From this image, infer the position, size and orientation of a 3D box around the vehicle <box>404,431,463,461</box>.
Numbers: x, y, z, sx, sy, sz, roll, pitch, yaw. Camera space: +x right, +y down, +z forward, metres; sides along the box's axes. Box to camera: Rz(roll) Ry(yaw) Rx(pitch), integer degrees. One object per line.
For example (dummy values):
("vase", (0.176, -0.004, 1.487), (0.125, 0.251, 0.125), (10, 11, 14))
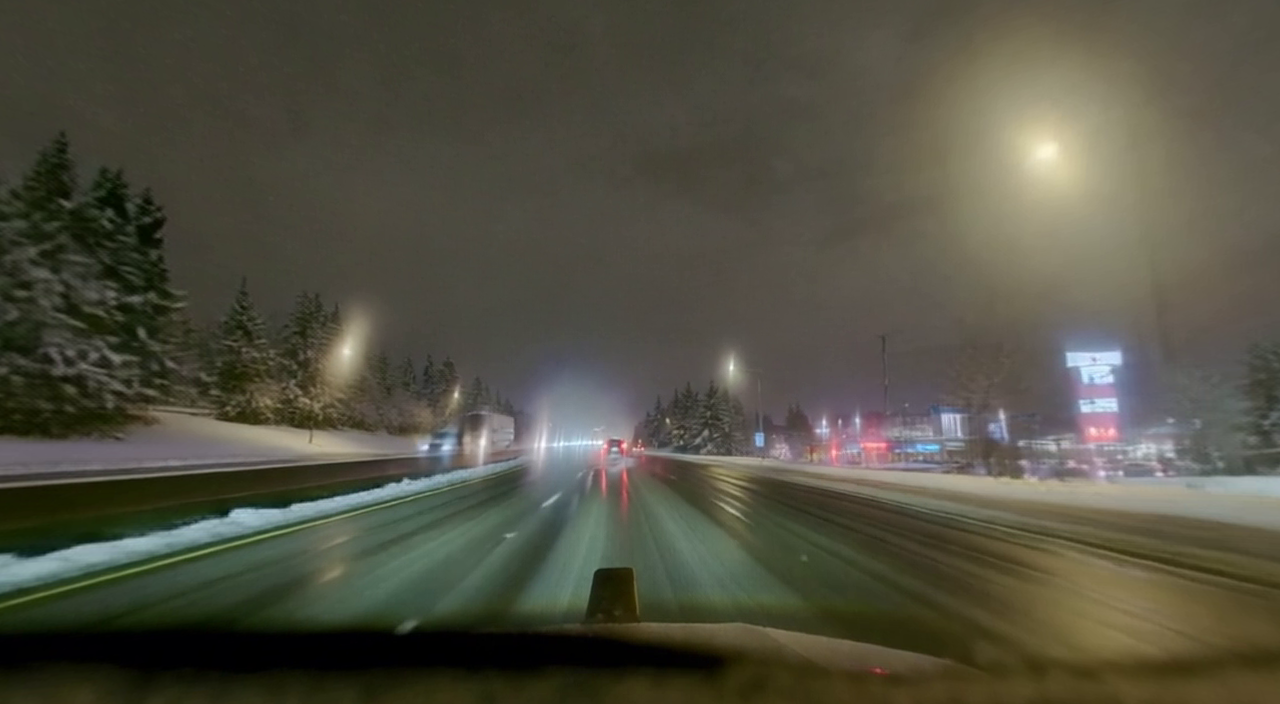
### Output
("vehicle", (-12.533, 5.783, 38.701), (2.089, 1.685, 4.849), (0, -9, -2))

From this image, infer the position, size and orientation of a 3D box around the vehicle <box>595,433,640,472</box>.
("vehicle", (-1.242, 5.248, 33.042), (2.155, 1.856, 4.796), (0, -9, -3))
